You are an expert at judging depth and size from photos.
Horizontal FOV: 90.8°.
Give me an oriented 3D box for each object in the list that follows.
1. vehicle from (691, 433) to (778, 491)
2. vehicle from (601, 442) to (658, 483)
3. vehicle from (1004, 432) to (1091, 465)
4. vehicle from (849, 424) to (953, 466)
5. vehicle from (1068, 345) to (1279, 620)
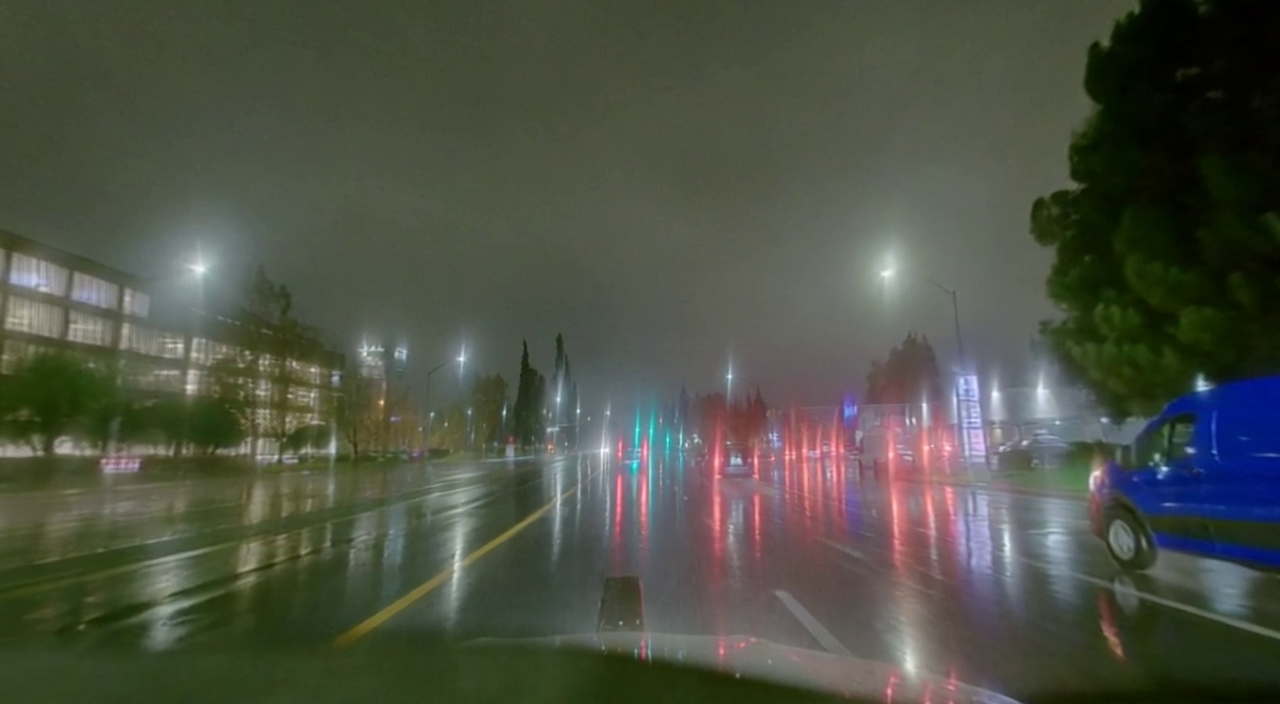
[{"bbox_3d":[2.995,3.598,21.023,2.047,1.711,4.265,0,-8,-2],"label":"vehicle"},{"bbox_3d":[-0.393,4.284,24.847,2.095,1.456,3.873,0,-8,0],"label":"vehicle"},{"bbox_3d":[27.521,6.494,42.685,4.770,2.109,2.230,2,-9,-16],"label":"vehicle"},{"bbox_3d":[17.624,6.309,42.959,5.907,2.777,2.431,0,-8,-2],"label":"vehicle"},{"bbox_3d":[6.283,0.939,4.430,2.573,2.127,5.568,0,-8,-1],"label":"vehicle"}]
